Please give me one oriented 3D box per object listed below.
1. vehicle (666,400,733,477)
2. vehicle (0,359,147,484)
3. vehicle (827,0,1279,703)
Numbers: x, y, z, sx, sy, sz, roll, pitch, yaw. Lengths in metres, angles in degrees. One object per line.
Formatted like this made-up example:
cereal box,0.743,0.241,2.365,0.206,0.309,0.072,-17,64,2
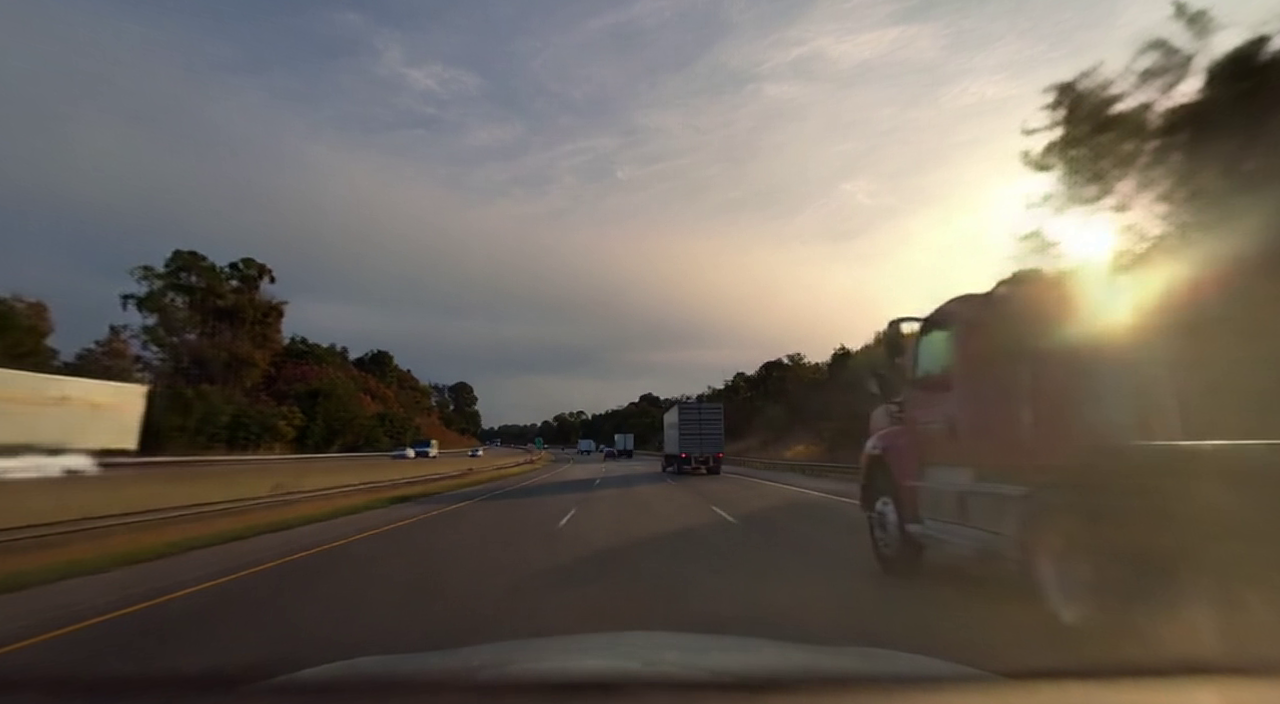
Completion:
vehicle,3.325,5.244,37.857,2.826,4.035,8.369,0,-9,-3
vehicle,-21.878,2.058,19.130,2.891,3.939,13.982,0,-9,-1
vehicle,4.220,-0.115,3.262,2.989,3.997,11.037,0,-9,0
